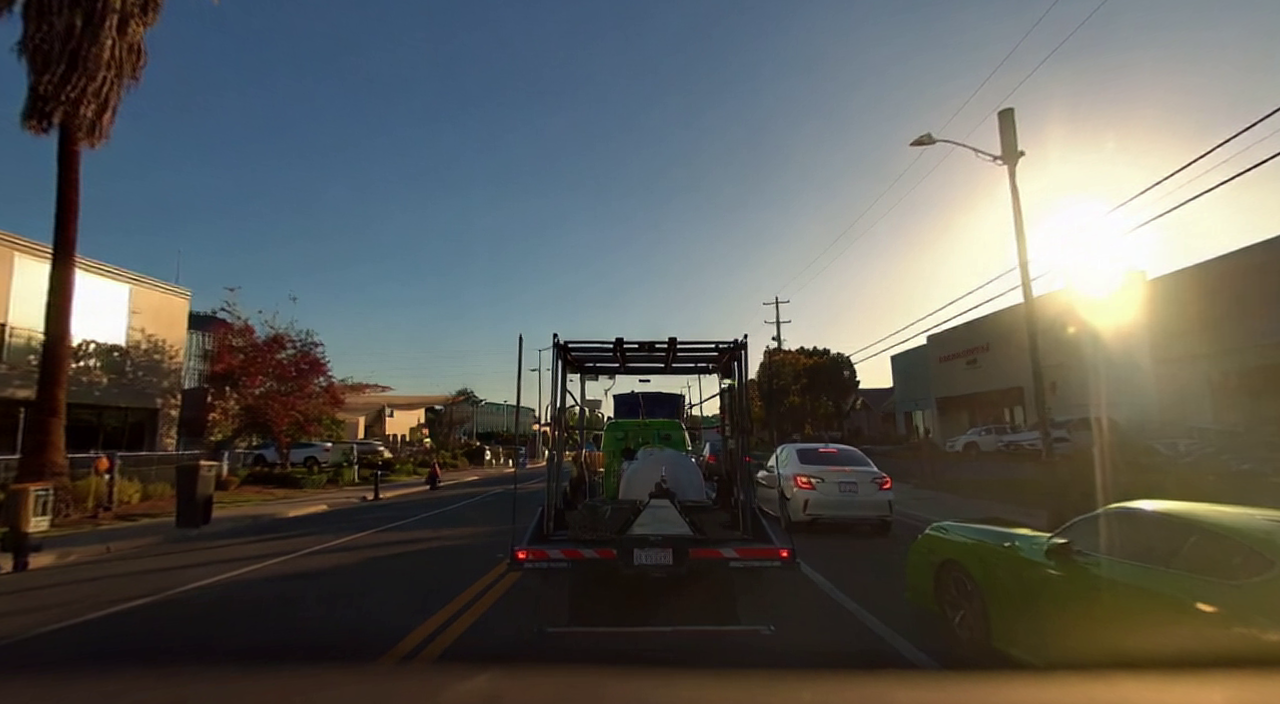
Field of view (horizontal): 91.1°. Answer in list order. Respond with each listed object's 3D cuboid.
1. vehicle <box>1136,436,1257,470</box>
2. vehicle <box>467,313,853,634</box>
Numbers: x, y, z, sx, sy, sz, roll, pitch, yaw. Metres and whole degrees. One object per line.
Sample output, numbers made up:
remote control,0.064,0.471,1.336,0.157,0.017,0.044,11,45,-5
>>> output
vehicle,28.567,5.184,32.443,4.193,1.633,1.928,-4,-9,26
vehicle,0.120,1.331,7.813,2.728,2.305,6.506,0,-9,0
